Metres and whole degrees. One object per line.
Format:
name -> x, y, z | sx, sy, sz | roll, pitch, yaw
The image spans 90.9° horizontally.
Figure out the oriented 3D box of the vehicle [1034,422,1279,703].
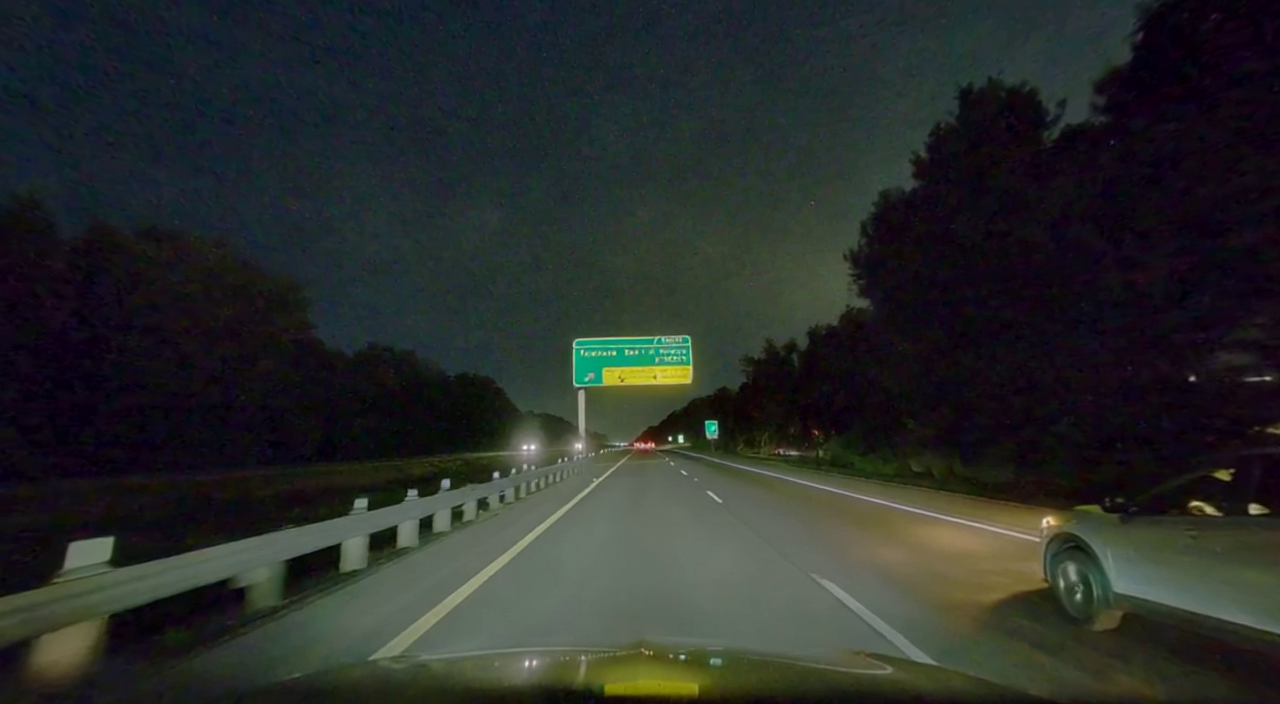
vehicle -> 3.611, 0.884, 1.764 | 1.959, 1.428, 4.828 | 0, -8, 1
